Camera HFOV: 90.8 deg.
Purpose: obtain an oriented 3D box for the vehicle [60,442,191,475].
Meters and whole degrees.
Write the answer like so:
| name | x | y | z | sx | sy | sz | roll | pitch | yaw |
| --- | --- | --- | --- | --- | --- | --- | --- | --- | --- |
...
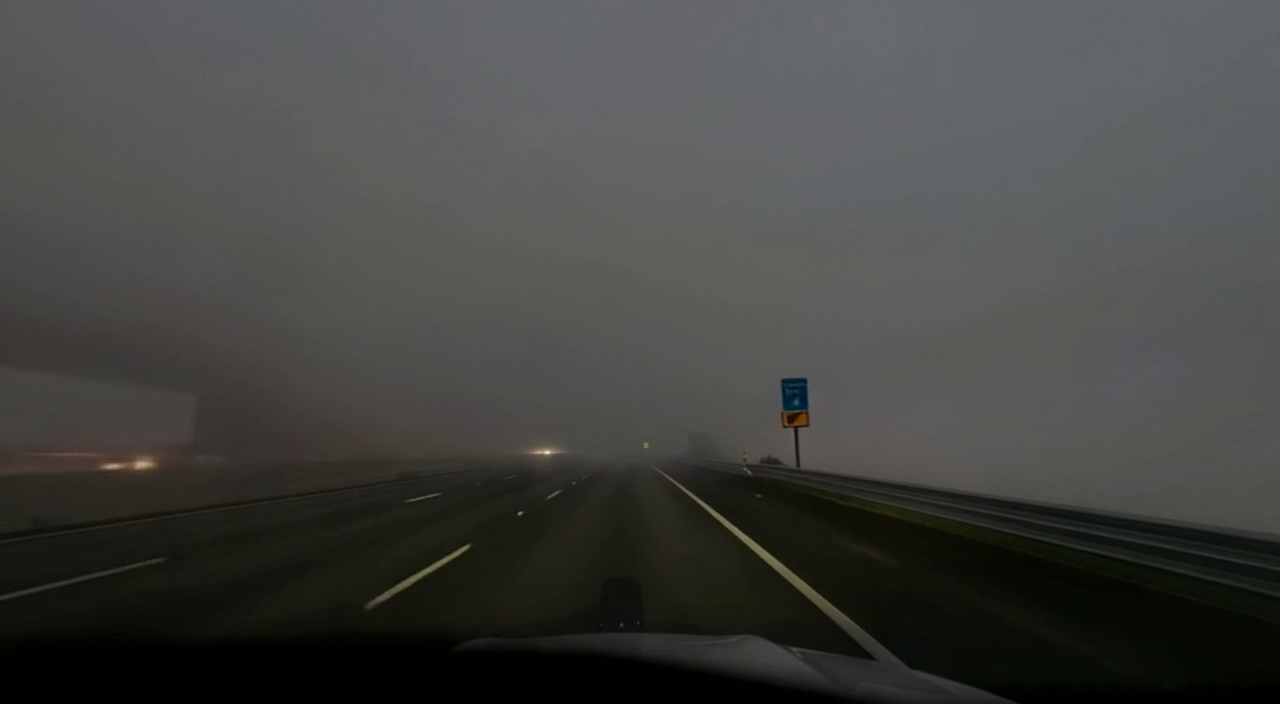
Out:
| name | x | y | z | sx | sy | sz | roll | pitch | yaw |
| --- | --- | --- | --- | --- | --- | --- | --- | --- | --- |
| vehicle | -19.759 | 4.110 | 24.474 | 1.880 | 1.152 | 3.847 | 0 | -9 | -1 |

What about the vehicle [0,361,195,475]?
| name | x | y | z | sx | sy | sz | roll | pitch | yaw |
| --- | --- | --- | --- | --- | --- | --- | --- | --- | --- |
| vehicle | -24.014 | 2.406 | 22.734 | 2.765 | 3.968 | 18.709 | 0 | -9 | -1 |
